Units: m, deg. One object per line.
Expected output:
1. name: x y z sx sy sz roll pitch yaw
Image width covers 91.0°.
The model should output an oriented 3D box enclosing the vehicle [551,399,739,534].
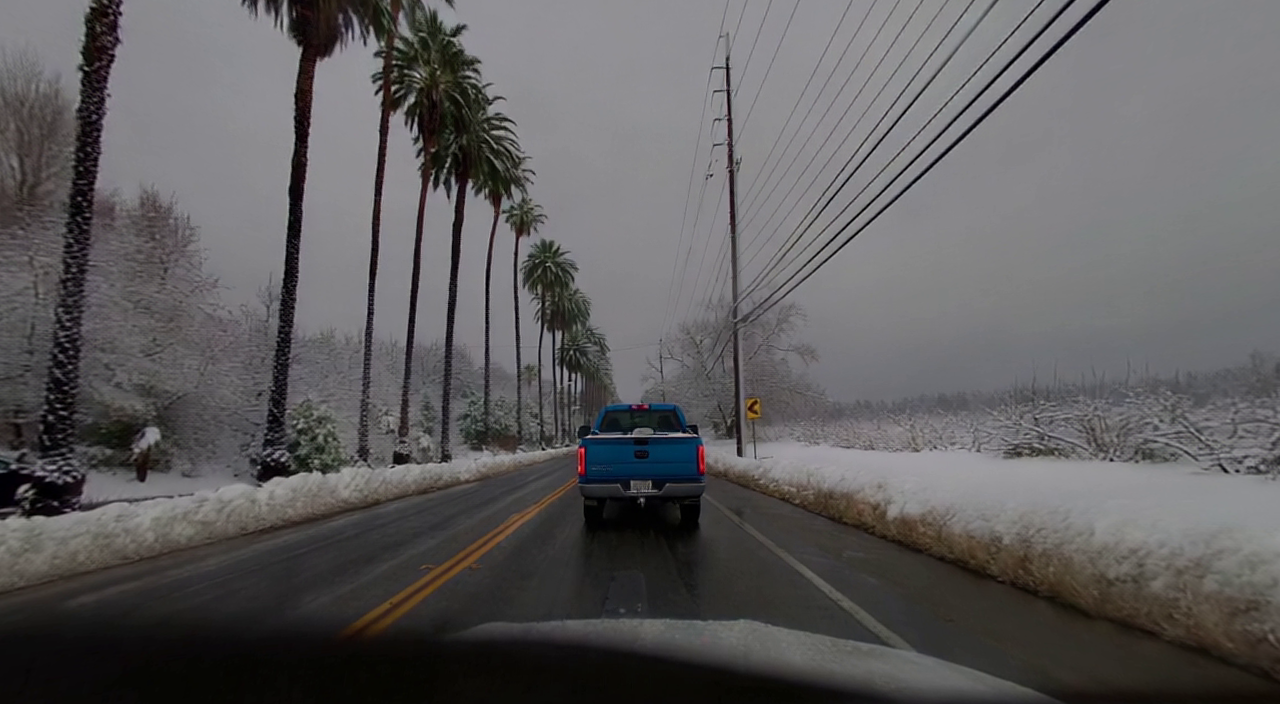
1. vehicle: 0.036 2.143 12.414 2.803 2.005 5.885 0 -8 -1
